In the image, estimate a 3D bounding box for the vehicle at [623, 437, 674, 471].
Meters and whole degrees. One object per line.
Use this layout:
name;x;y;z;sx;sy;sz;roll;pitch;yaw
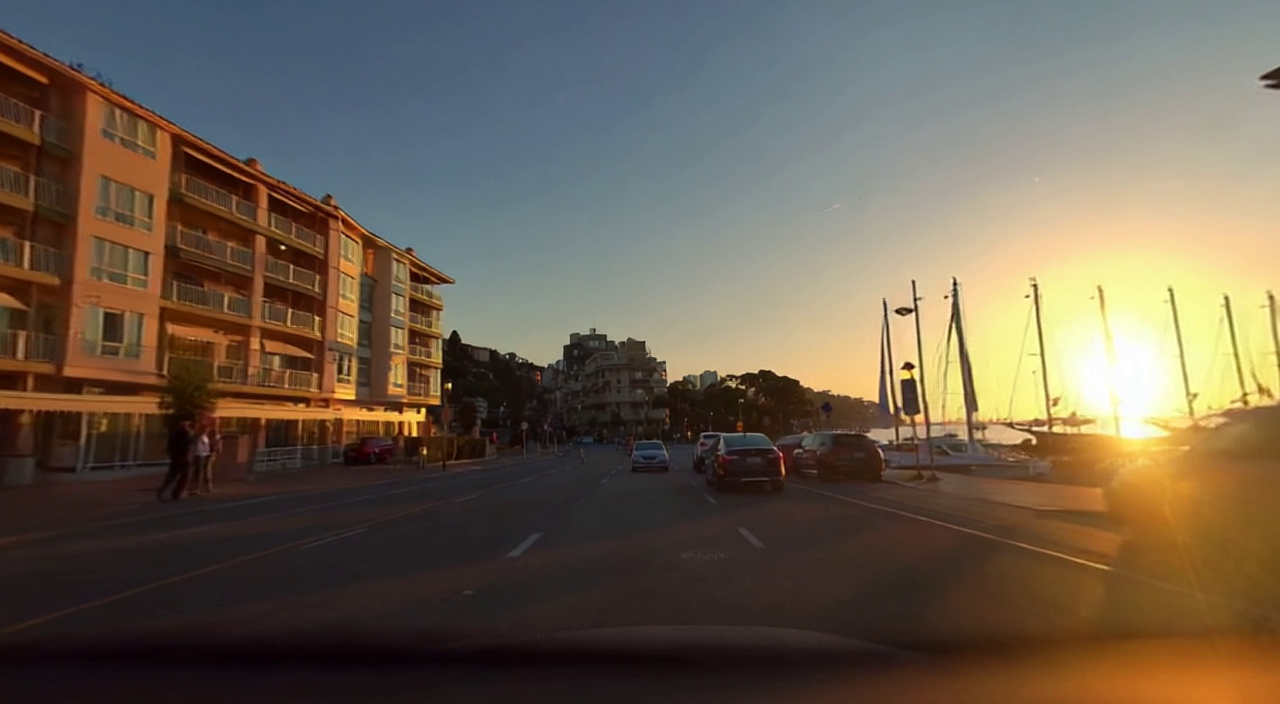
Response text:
vehicle;0.425;4.855;30.161;2.284;1.496;3.949;-1;-8;1

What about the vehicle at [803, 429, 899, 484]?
vehicle;7.828;3.899;23.867;1.969;1.852;4.513;0;-8;-1

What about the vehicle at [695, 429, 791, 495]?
vehicle;2.778;3.063;17.932;2.047;1.640;4.051;-1;-8;0

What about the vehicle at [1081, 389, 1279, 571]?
vehicle;7.757;1.385;6.962;2.056;1.896;5.062;0;-8;0
